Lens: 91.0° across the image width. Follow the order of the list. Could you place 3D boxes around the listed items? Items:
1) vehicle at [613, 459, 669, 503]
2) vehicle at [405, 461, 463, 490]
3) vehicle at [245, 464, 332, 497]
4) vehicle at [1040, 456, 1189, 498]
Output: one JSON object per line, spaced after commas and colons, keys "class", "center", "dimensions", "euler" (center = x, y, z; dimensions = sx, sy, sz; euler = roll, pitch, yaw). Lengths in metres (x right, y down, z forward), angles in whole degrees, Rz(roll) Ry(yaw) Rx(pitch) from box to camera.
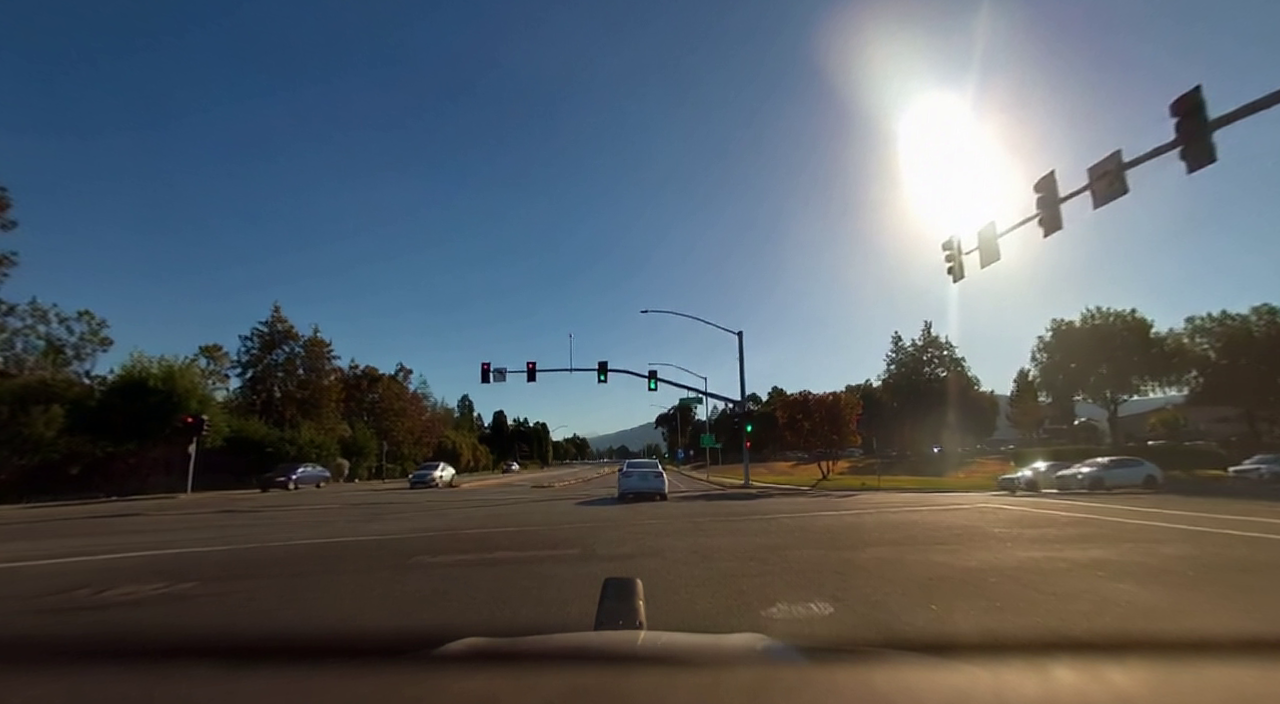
{"class": "vehicle", "center": [0.054, 4.823, 23.852], "dimensions": [1.954, 1.469, 3.465], "euler": [0, -9, 1]}
{"class": "vehicle", "center": [-13.311, 7.973, 40.982], "dimensions": [2.024, 1.663, 4.502], "euler": [-1, -9, 3]}
{"class": "vehicle", "center": [-20.954, 7.652, 37.756], "dimensions": [2.189, 1.720, 4.653], "euler": [-1, -9, 6]}
{"class": "vehicle", "center": [18.470, 4.857, 24.608], "dimensions": [4.441, 1.466, 1.982], "euler": [1, -9, -9]}
